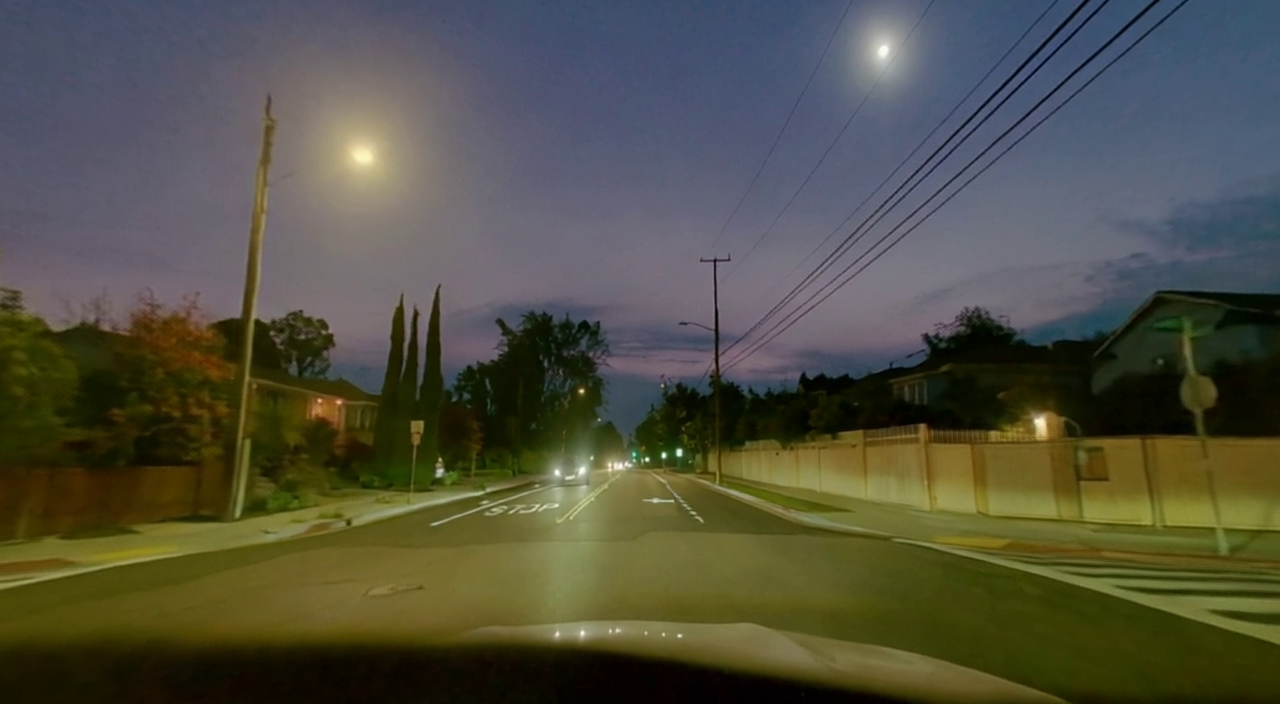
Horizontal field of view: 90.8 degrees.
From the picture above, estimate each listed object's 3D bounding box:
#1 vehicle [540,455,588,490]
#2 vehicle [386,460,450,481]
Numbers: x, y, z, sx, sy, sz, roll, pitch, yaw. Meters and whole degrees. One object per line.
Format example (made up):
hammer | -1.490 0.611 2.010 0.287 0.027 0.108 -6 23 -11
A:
vehicle | -3.888 6.239 32.979 1.935 1.595 3.972 0 -9 1
vehicle | -16.707 8.944 47.736 4.199 1.510 2.058 2 -9 -10
